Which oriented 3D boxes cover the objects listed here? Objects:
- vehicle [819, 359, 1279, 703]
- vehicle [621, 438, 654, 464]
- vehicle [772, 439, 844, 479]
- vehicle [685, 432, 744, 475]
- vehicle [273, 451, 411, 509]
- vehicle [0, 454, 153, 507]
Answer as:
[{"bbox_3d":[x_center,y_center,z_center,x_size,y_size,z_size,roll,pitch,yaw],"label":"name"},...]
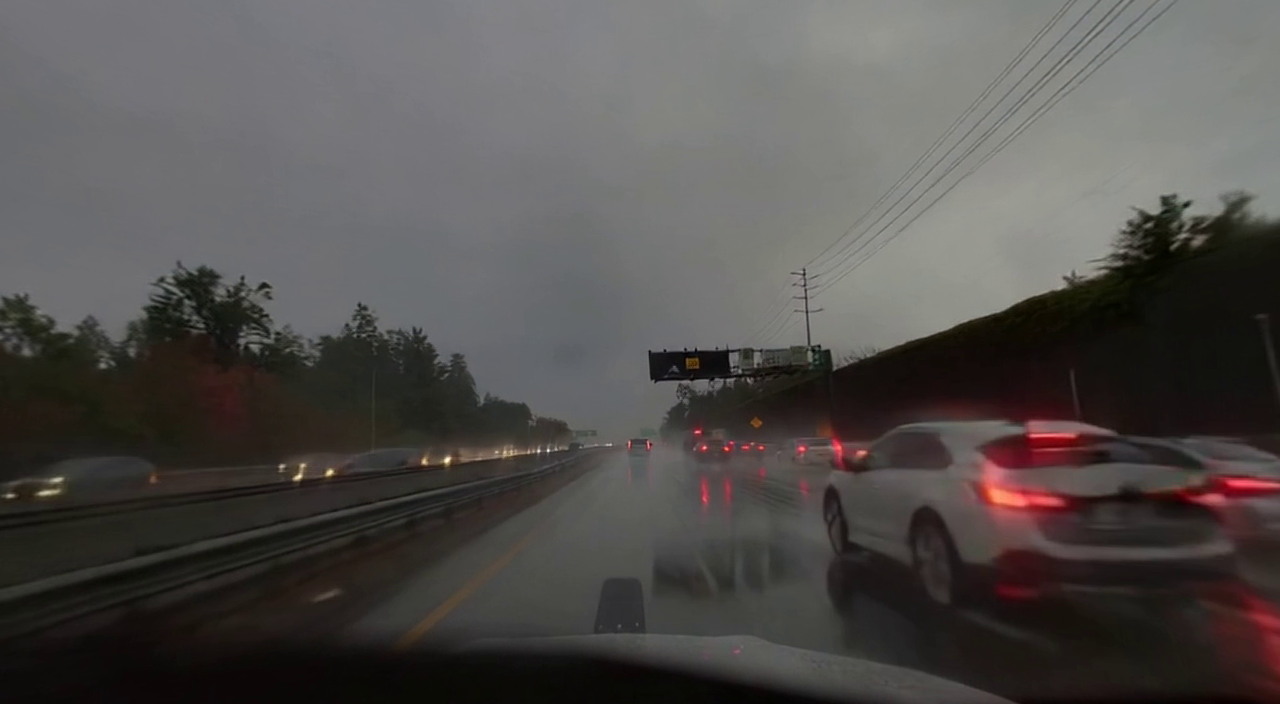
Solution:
[{"bbox_3d":[3.288,1.233,5.441,2.111,1.755,4.459,0,-8,-1],"label":"vehicle"},{"bbox_3d":[-0.213,7.303,46.705,2.314,1.796,4.254,0,-8,-1],"label":"vehicle"},{"bbox_3d":[6.824,4.377,26.023,1.836,1.527,3.783,0,-8,-1],"label":"vehicle"},{"bbox_3d":[3.476,4.837,30.304,2.095,1.886,4.727,0,-8,-2],"label":"vehicle"},{"bbox_3d":[-8.575,3.690,18.599,1.951,1.443,4.201,0,-8,1],"label":"vehicle"},{"bbox_3d":[-22.536,5.078,25.322,2.028,1.813,4.807,0,-8,0],"label":"vehicle"}]
